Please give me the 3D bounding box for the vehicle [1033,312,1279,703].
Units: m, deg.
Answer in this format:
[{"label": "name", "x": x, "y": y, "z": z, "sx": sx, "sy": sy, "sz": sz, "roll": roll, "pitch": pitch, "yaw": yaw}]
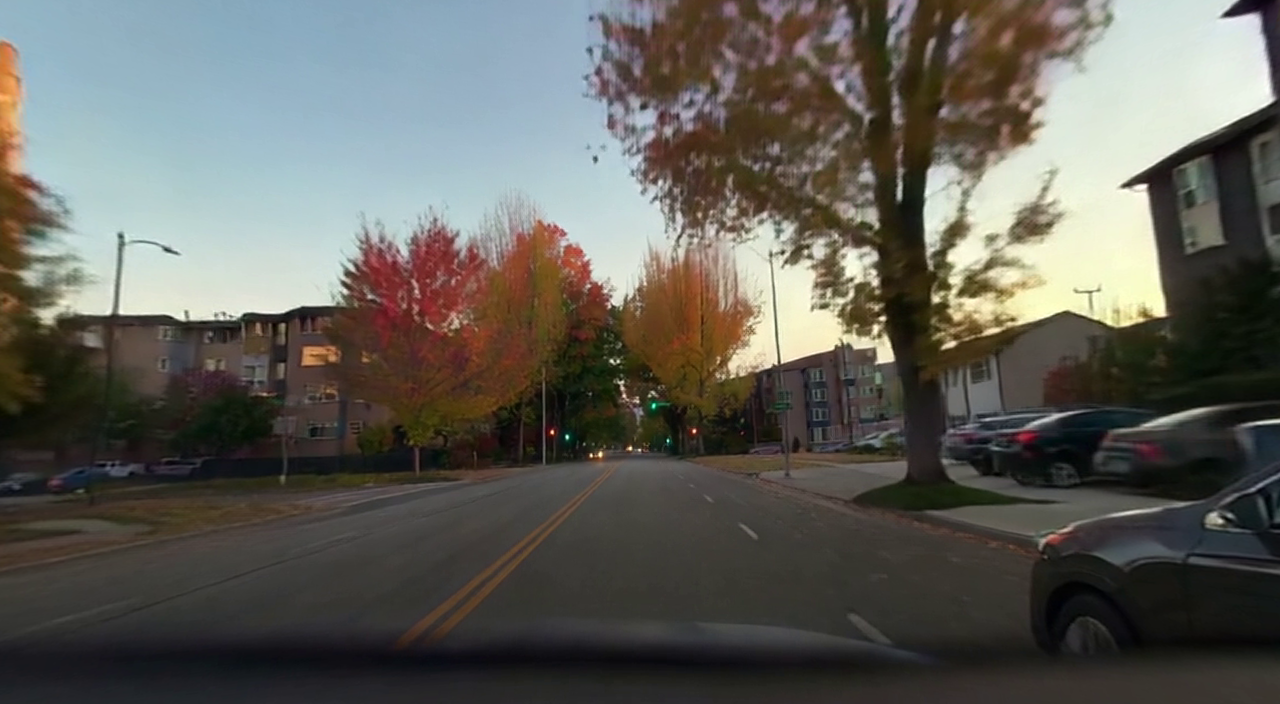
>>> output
[{"label": "vehicle", "x": 3.163, "y": 0.578, "z": 0.754, "sx": 2.224, "sy": 1.791, "sz": 4.834, "roll": 0, "pitch": -9, "yaw": 0}]
